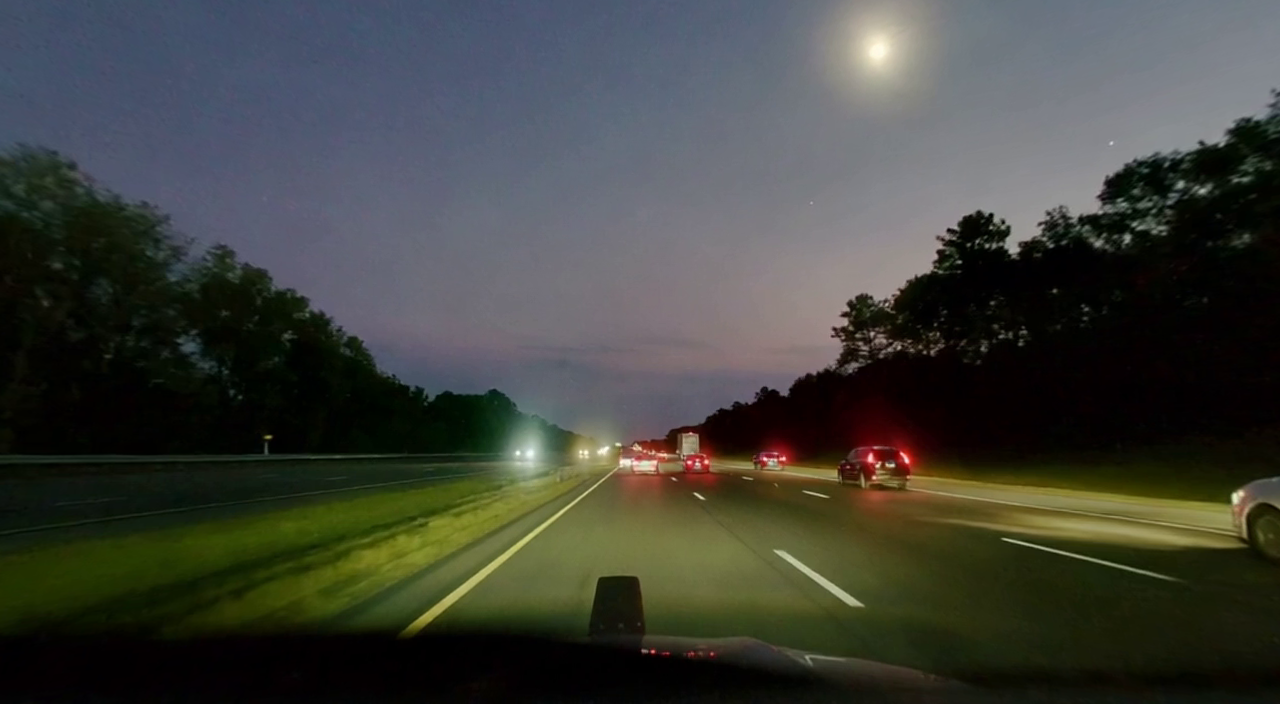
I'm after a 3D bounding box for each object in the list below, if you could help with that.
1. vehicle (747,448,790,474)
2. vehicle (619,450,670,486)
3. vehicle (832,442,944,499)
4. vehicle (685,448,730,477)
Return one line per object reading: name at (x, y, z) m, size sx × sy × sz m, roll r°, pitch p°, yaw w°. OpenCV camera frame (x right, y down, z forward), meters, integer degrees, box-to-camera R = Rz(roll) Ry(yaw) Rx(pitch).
vehicle at (8.363, 7.097, 41.347) m, size 1.957 × 1.594 × 3.632 m, roll 0°, pitch -9°, yaw -2°
vehicle at (0.147, 4.914, 26.967) m, size 2.020 × 1.426 × 3.702 m, roll 0°, pitch -9°, yaw -1°
vehicle at (7.522, 3.609, 19.525) m, size 1.847 × 1.554 × 3.752 m, roll 0°, pitch -9°, yaw -1°
vehicle at (3.815, 6.317, 36.285) m, size 1.981 × 1.518 × 4.029 m, roll 0°, pitch -9°, yaw -2°
